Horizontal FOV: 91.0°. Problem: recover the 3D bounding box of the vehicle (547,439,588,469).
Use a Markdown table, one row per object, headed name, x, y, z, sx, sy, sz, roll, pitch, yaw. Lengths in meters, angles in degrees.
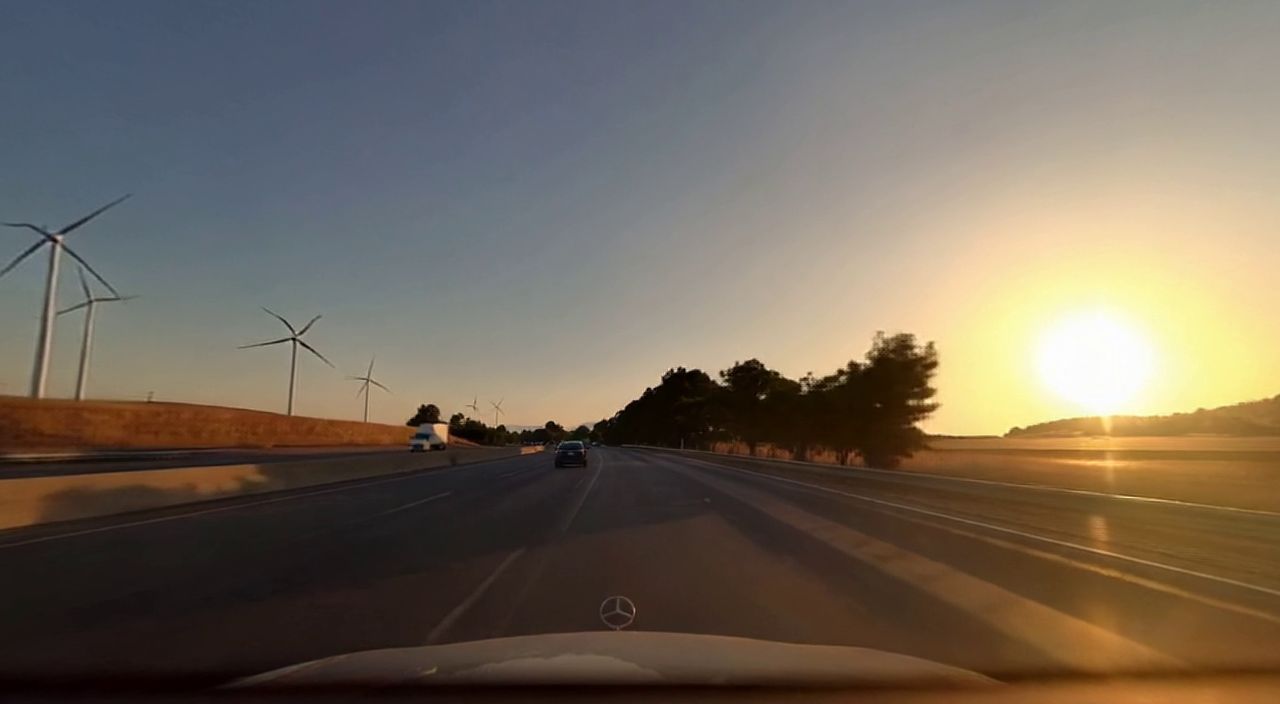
| name | x | y | z | sx | sy | sz | roll | pitch | yaw |
| --- | --- | --- | --- | --- | --- | --- | --- | --- | --- |
| vehicle | -4.054 | 5.757 | 35.782 | 2.053 | 1.549 | 4.097 | 0 | -8 | -3 |
